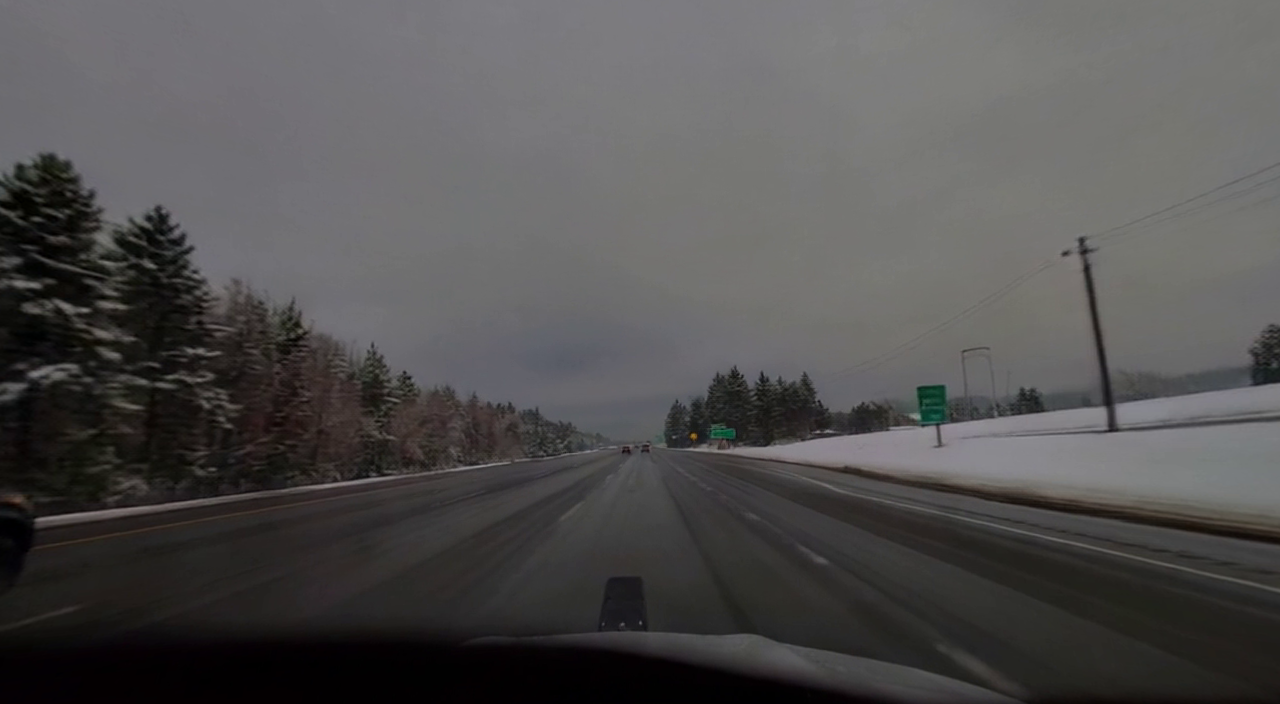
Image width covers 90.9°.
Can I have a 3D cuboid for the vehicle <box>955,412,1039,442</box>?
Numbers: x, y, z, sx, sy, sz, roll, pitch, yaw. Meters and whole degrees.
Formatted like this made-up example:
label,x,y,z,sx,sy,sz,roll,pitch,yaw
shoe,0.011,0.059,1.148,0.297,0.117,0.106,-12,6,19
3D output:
label,x,y,z,sx,sy,sz,roll,pitch,yaw
vehicle,23.543,5.034,41.950,2.268,1.833,5.691,0,-8,0
